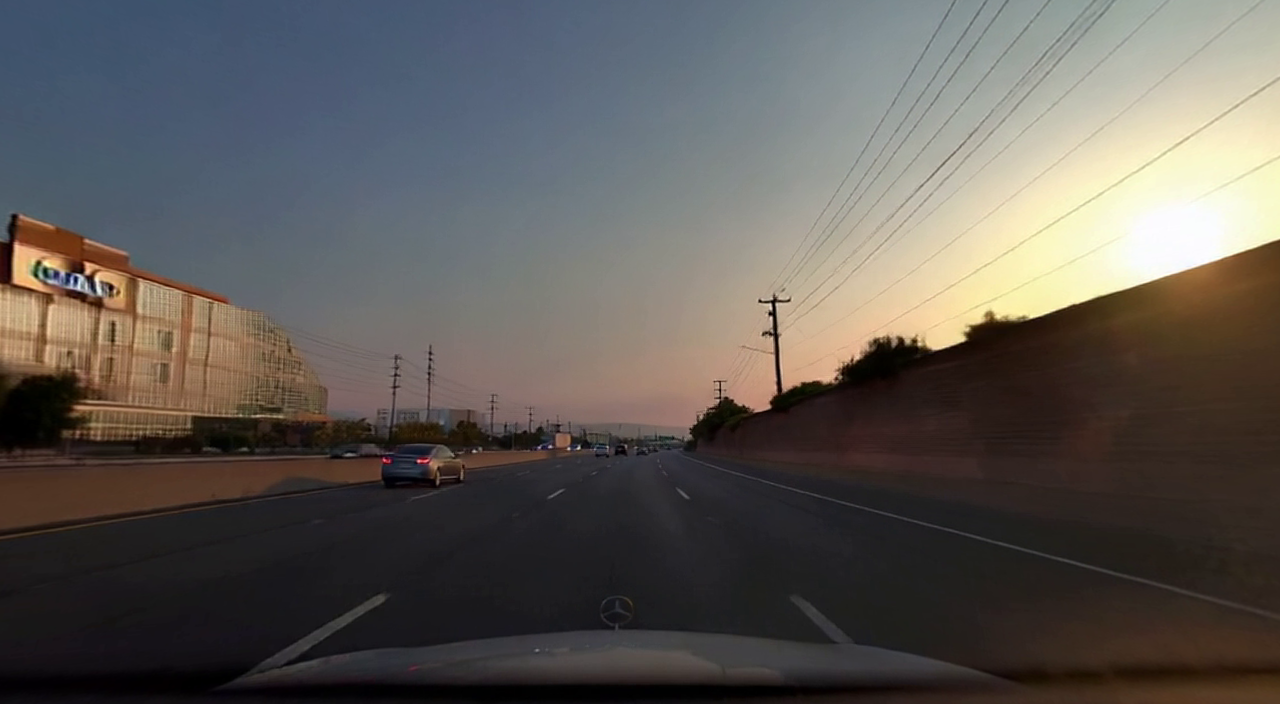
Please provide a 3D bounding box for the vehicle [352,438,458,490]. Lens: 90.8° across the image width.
[{"bbox_3d":[-7.738,3.708,21.254,2.013,1.574,3.923,0,-8,0],"label":"vehicle"}]
